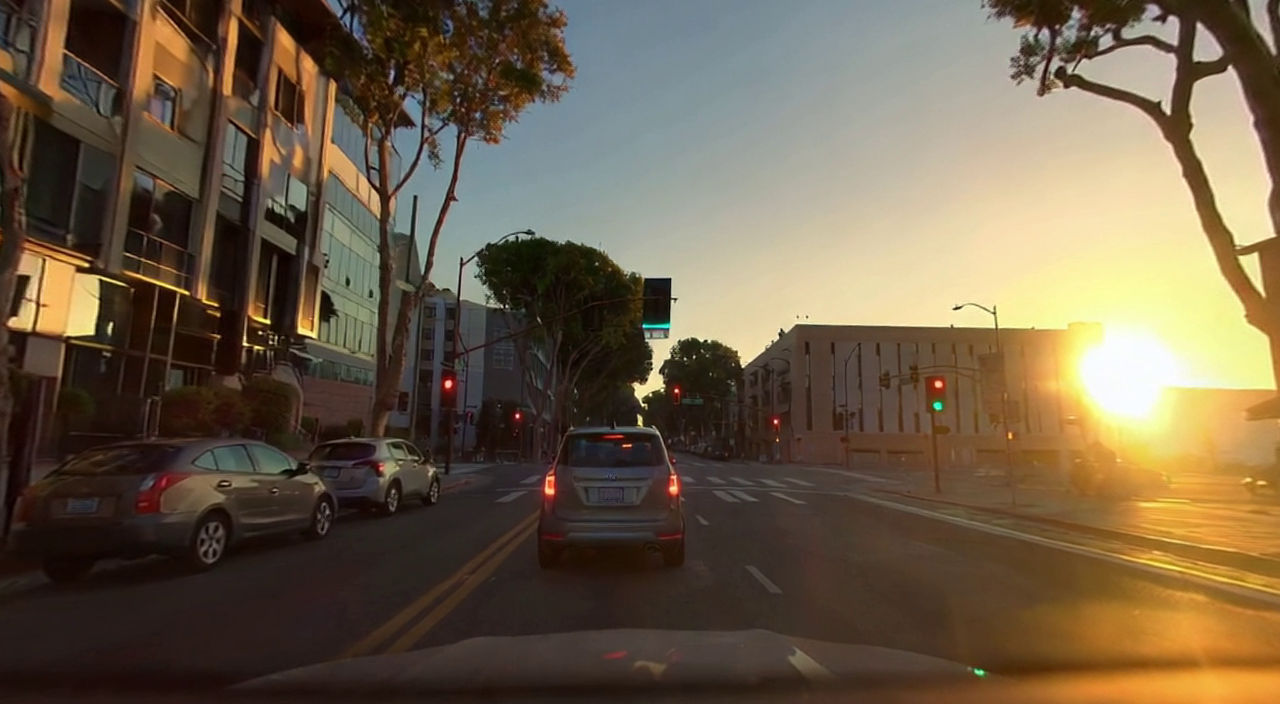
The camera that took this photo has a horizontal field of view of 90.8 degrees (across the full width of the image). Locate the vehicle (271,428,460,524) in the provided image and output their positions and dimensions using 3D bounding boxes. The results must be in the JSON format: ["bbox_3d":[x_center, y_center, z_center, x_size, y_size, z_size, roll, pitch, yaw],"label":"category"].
[{"bbox_3d":[-5.876,2.700,14.347,2.077,1.791,4.751,0,-9,1],"label":"vehicle"}]

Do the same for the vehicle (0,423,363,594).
[{"bbox_3d":[-5.763,1.901,8.640,1.904,1.684,4.529,0,-9,-1],"label":"vehicle"}]

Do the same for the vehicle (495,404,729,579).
[{"bbox_3d":[-0.259,1.653,8.179,2.258,1.687,3.934,0,-9,0],"label":"vehicle"}]
